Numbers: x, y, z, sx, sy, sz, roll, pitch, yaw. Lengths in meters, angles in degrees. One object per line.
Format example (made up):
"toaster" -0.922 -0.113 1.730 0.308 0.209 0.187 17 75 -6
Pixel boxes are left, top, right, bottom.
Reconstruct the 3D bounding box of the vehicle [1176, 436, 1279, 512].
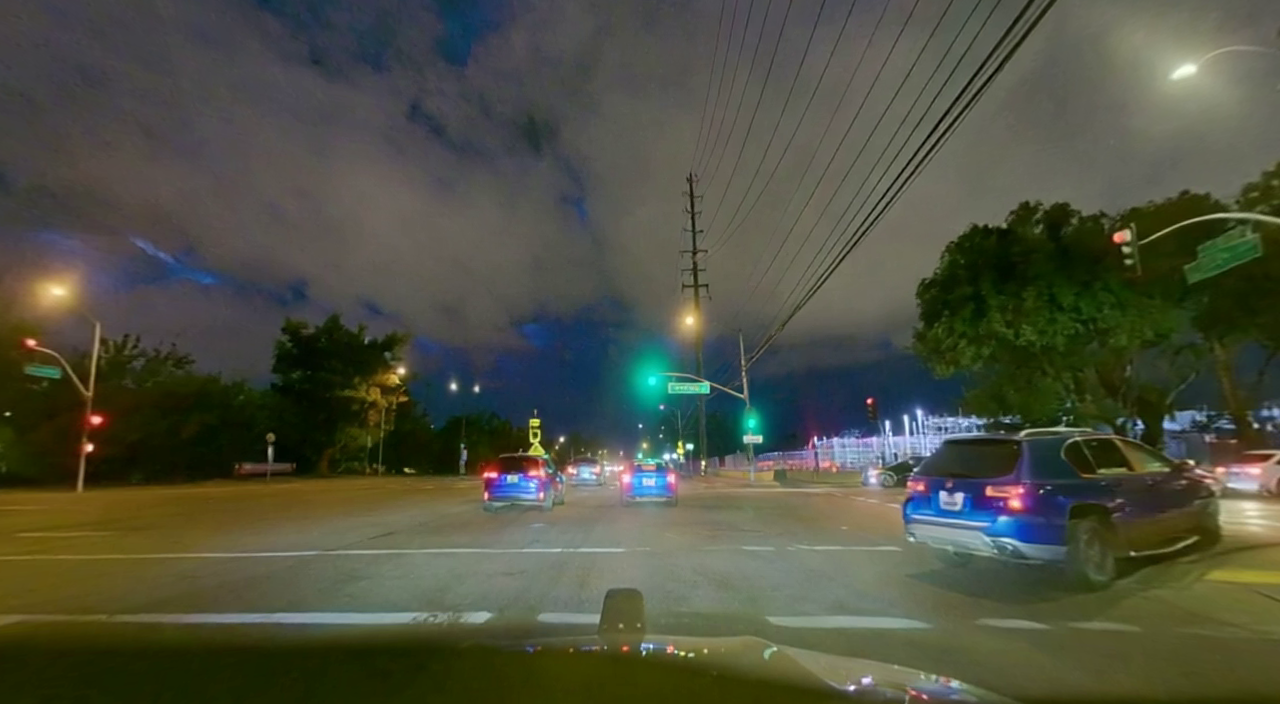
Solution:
"vehicle" 16.904 3.080 16.237 4.512 1.767 1.980 1 -9 -8

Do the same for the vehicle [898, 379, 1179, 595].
"vehicle" 5.293 1.794 9.397 2.458 2.149 5.577 -4 -9 22

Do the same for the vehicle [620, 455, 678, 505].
"vehicle" 0.336 4.880 24.341 2.059 1.691 3.980 0 -9 0

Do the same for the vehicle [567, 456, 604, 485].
"vehicle" -3.524 7.751 41.456 1.910 1.713 4.786 0 -9 1

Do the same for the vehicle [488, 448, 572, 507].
"vehicle" -3.700 4.314 22.065 2.078 1.804 4.387 0 -9 1
